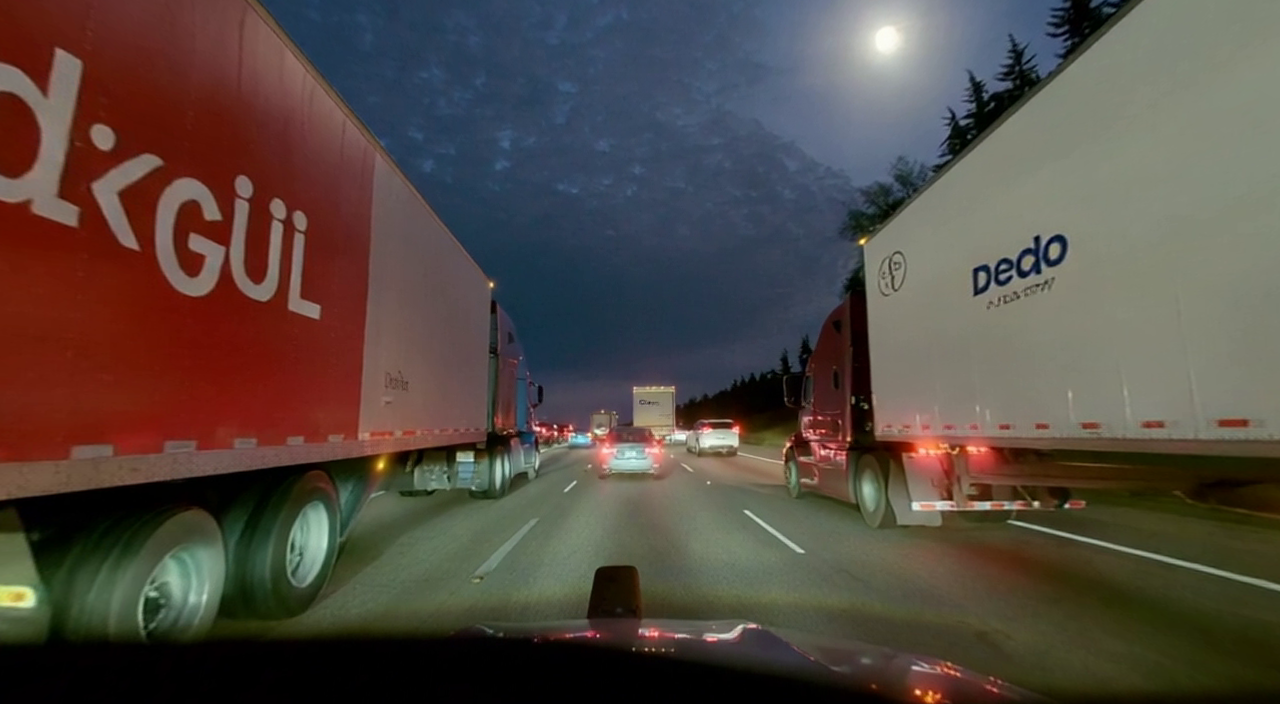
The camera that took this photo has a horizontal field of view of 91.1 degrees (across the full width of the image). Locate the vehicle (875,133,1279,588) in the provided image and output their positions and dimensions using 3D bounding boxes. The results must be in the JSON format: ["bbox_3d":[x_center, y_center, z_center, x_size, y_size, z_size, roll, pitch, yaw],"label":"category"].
[{"bbox_3d":[7.228,0.031,5.472,2.758,4.032,11.419,3,-8,-20],"label":"vehicle"}]

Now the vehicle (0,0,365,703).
[{"bbox_3d":[-3.617,-0.543,0.659,2.822,3.788,8.799,0,-8,-1],"label":"vehicle"}]

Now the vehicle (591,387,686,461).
[{"bbox_3d":[-0.577,4.907,41.931,2.899,4.112,13.912,2,-8,-15],"label":"vehicle"}]

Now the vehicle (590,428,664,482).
[{"bbox_3d":[-0.537,3.252,20.259,2.060,1.540,4.374,1,-8,-5],"label":"vehicle"}]

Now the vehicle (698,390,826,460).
[{"bbox_3d":[7.748,5.041,42.660,2.866,4.057,11.808,3,-8,-19],"label":"vehicle"}]
